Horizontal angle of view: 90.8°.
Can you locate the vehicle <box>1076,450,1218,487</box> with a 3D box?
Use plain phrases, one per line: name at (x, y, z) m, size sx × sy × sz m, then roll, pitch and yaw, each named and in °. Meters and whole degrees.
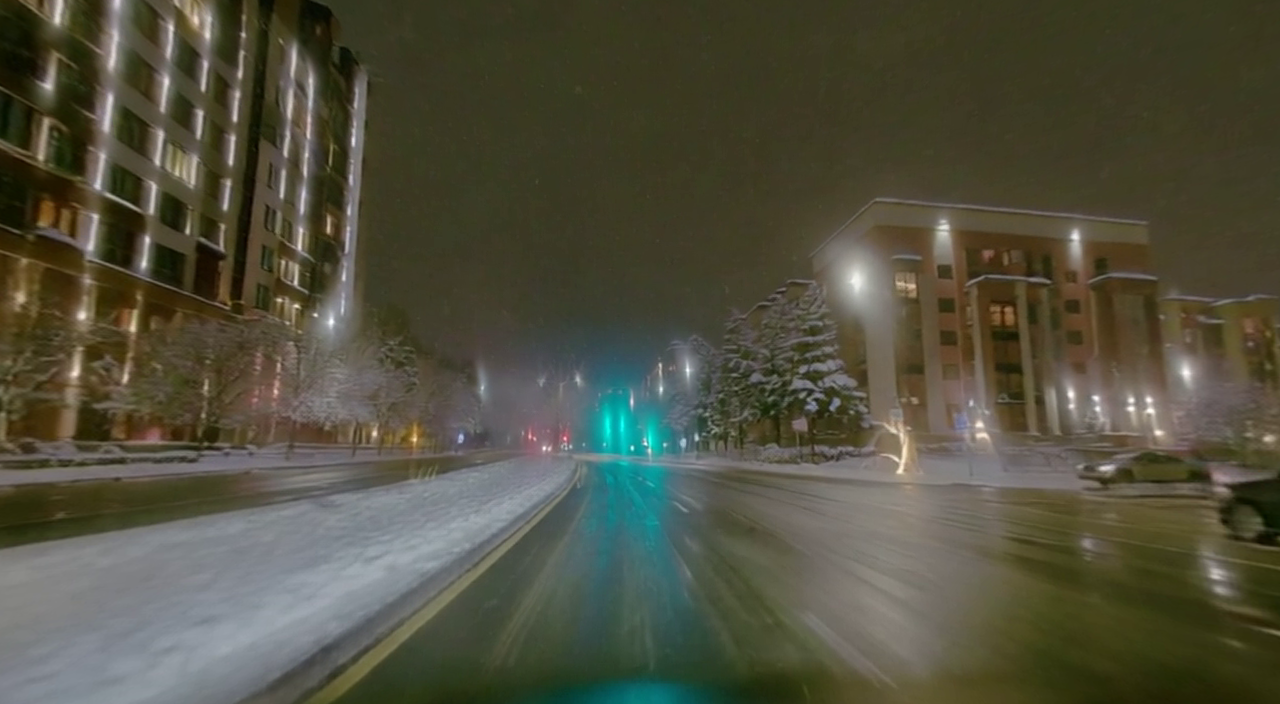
vehicle at (24.435, 5.589, 30.573) m, size 5.224 × 1.678 × 2.033 m, roll 0°, pitch -9°, yaw -4°
